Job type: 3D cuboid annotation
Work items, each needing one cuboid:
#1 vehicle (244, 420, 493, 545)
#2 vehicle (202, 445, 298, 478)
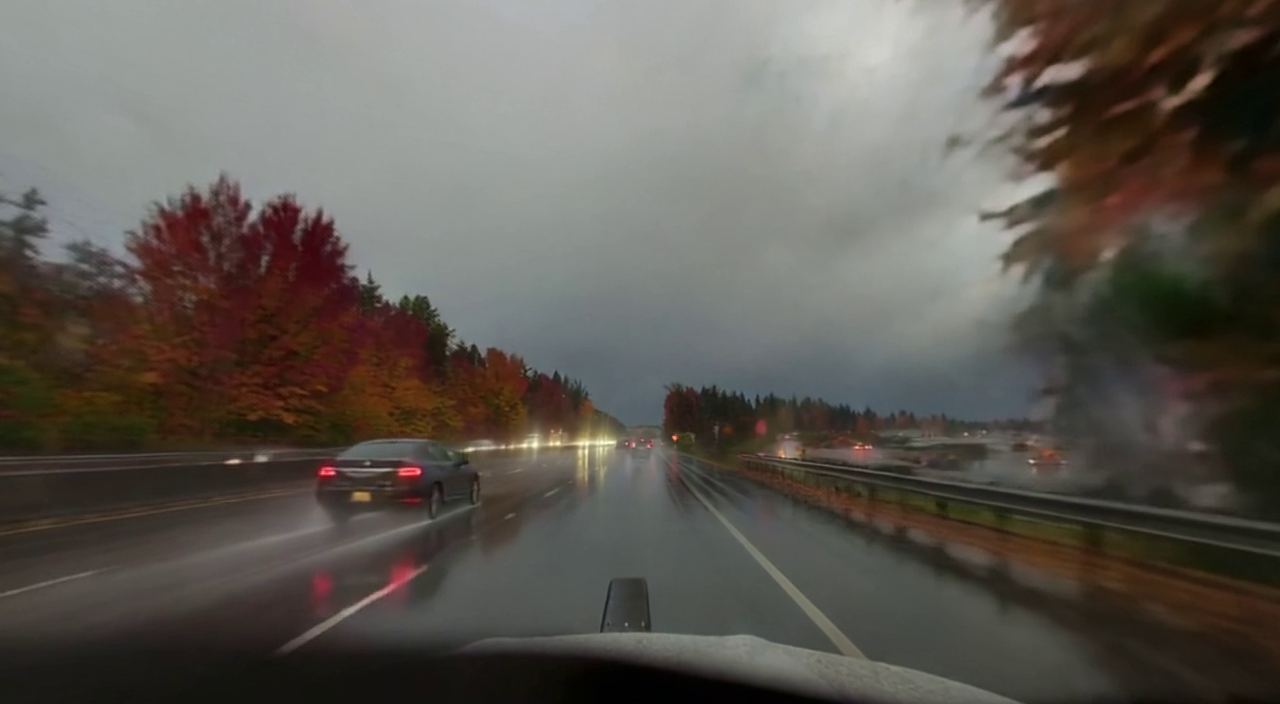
[{"bbox_3d":[-4.161,2.068,10.687,2.123,1.643,4.479,0,-8,1],"label":"vehicle"},{"bbox_3d":[-19.319,5.405,31.414,1.837,1.512,4.467,0,-8,1],"label":"vehicle"}]
